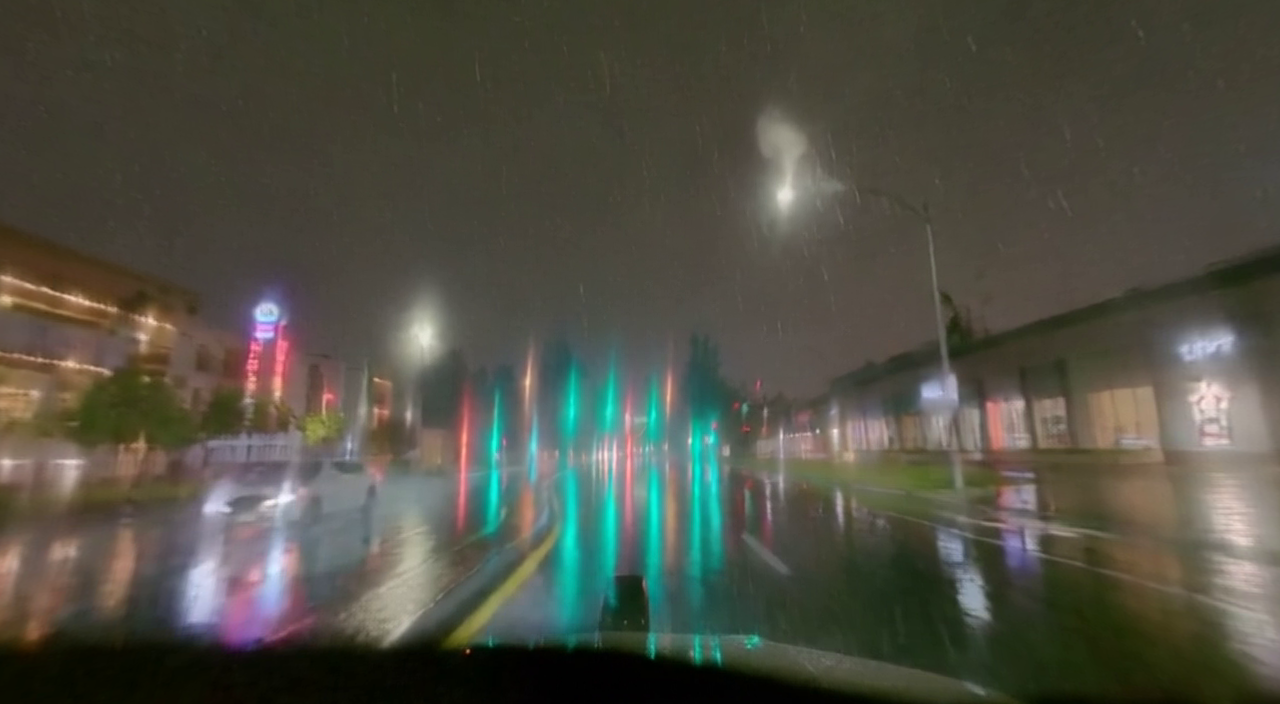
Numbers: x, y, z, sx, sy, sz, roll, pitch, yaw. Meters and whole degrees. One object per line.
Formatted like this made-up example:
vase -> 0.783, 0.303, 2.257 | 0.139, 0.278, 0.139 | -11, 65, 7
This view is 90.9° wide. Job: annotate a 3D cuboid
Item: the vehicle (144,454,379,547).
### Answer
vehicle -> -7.286, 2.861, 12.843 | 1.954, 1.451, 4.536 | -1, -8, 0
